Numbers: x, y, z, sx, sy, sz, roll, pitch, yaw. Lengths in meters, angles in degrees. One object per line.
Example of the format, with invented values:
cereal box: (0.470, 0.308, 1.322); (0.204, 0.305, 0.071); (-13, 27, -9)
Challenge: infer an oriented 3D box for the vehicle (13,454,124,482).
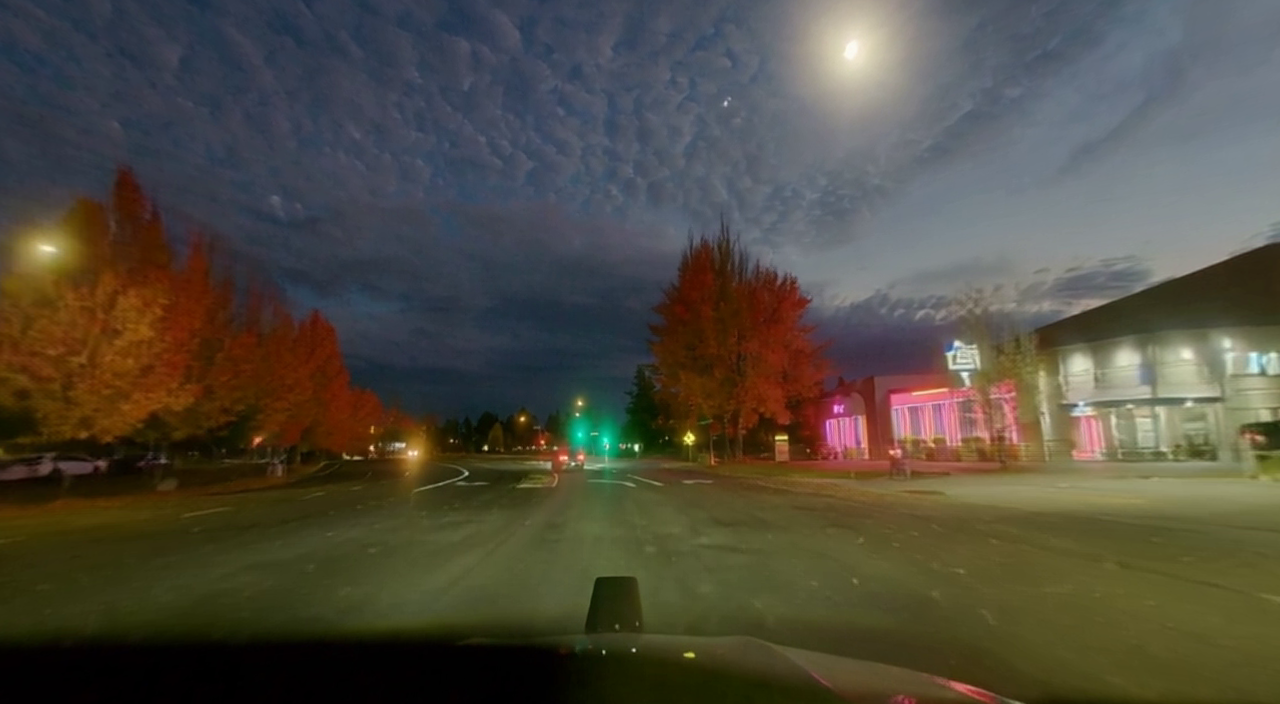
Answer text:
vehicle: (-36.771, 7.457, 40.668); (4.807, 1.665, 2.045); (2, -9, -10)

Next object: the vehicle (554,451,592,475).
vehicle: (-4.646, 7.558, 43.225); (2.018, 1.512, 4.304); (2, -9, -14)
